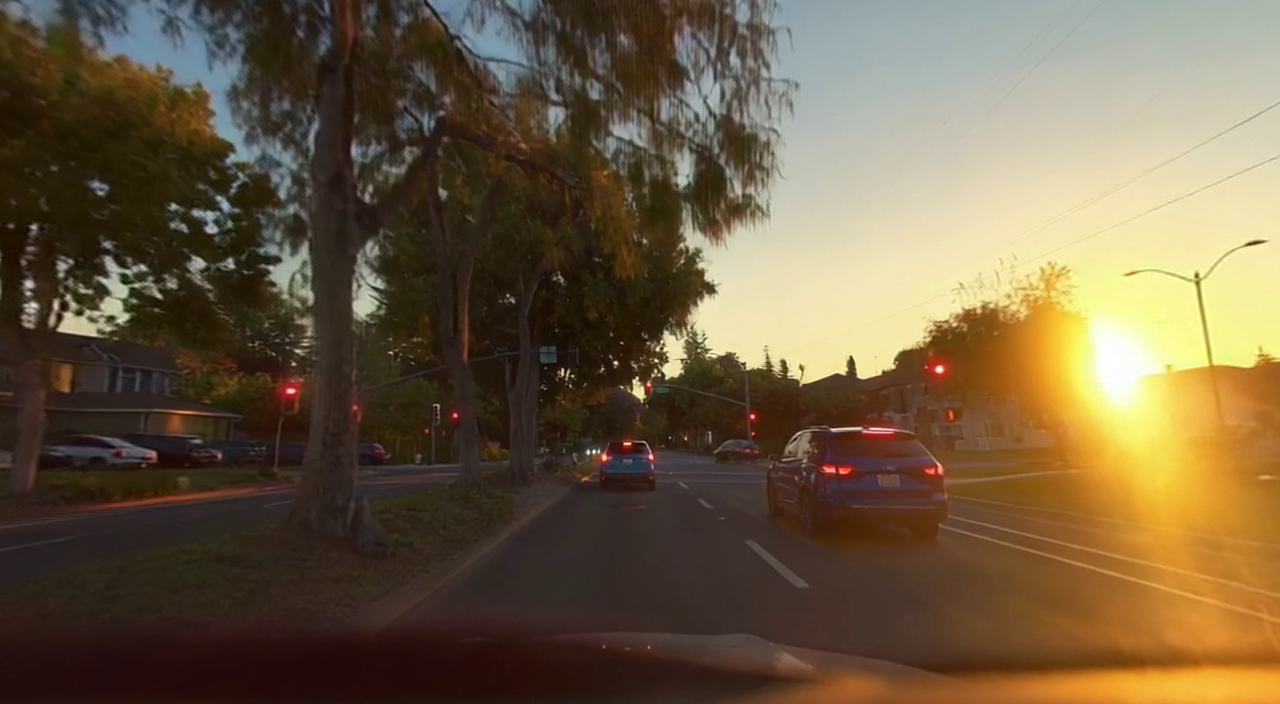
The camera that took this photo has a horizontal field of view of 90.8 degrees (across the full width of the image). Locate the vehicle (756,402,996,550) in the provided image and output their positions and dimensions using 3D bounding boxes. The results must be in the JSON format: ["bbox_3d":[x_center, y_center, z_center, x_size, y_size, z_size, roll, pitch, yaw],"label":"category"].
[{"bbox_3d":[3.240,1.818,9.835,2.046,1.768,4.370,0,-9,0],"label":"vehicle"}]

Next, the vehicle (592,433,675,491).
[{"bbox_3d":[-0.186,3.261,19.076,2.177,1.512,4.682,0,-9,0],"label":"vehicle"}]

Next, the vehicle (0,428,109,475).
[{"bbox_3d":[-28.972,4.734,30.019,5.335,2.076,2.209,3,-10,-33],"label":"vehicle"}]
